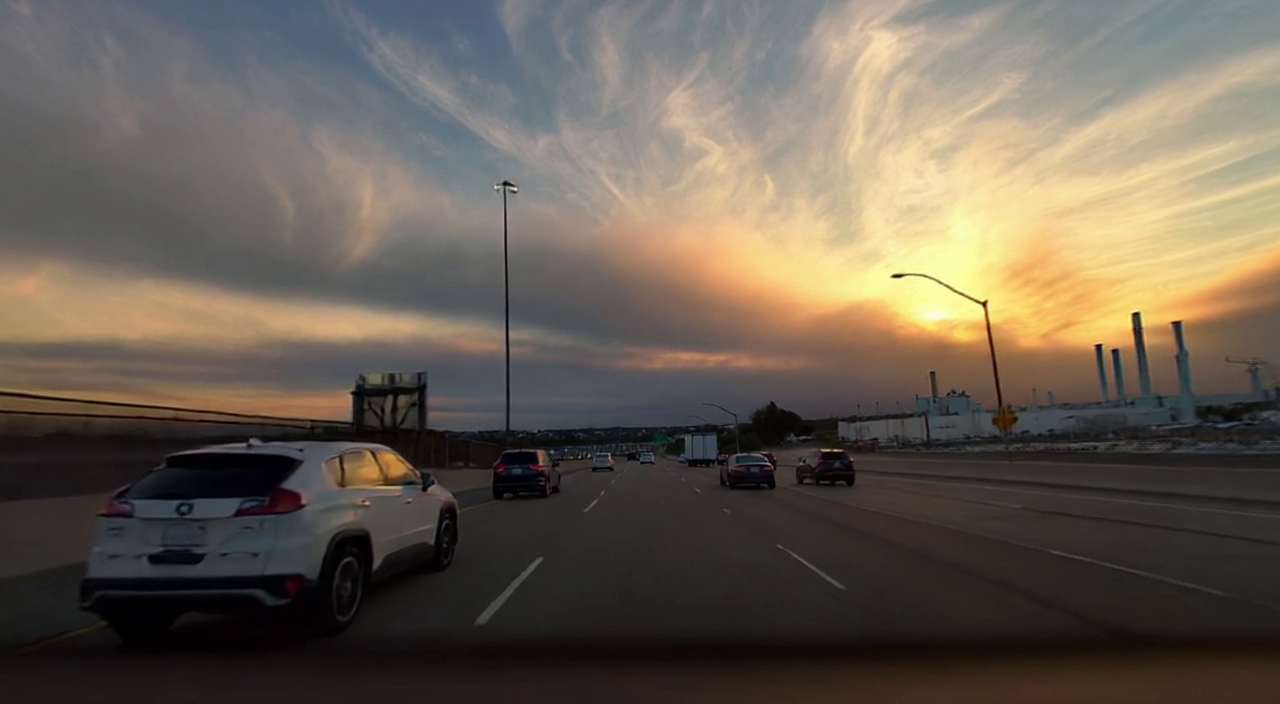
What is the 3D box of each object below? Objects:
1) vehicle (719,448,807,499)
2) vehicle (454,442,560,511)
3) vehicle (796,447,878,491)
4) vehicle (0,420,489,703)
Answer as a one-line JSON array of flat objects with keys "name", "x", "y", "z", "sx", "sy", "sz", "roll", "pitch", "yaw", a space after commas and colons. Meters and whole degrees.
[{"name": "vehicle", "x": 3.898, "y": 3.928, "z": 20.835, "sx": 1.942, "sy": 1.453, "sz": 4.329, "roll": 0, "pitch": -9, "yaw": -1}, {"name": "vehicle", "x": -3.549, "y": 3.402, "z": 17.701, "sx": 2.036, "sy": 1.669, "sz": 4.112, "roll": -1, "pitch": -9, "yaw": 1}, {"name": "vehicle", "x": 7.530, "y": 4.475, "z": 24.484, "sx": 1.860, "sy": 1.520, "sz": 3.961, "roll": -1, "pitch": -9, "yaw": 0}, {"name": "vehicle", "x": -3.075, "y": 1.509, "z": 5.669, "sx": 2.067, "sy": 1.555, "sz": 4.851, "roll": -1, "pitch": -9, "yaw": 2}]
